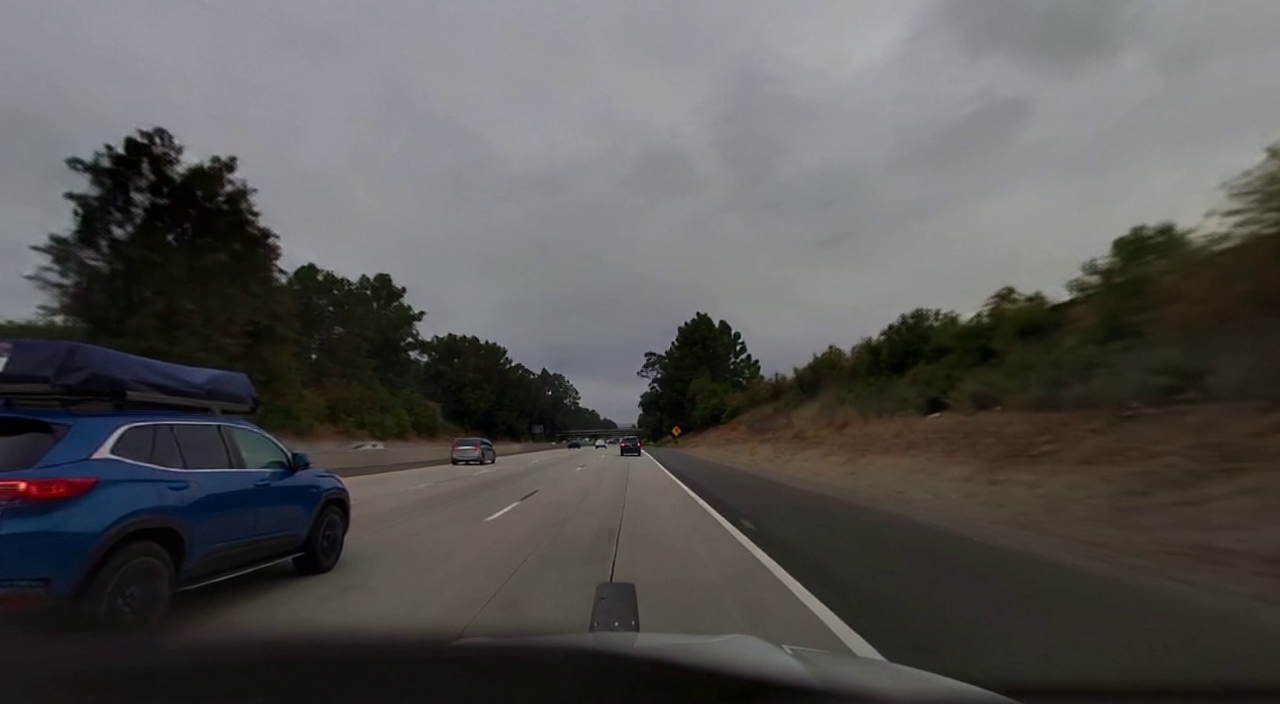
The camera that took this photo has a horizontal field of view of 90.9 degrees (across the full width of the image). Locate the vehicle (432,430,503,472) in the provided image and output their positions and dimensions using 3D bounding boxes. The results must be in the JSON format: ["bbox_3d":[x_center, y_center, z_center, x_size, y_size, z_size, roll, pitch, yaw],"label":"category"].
[{"bbox_3d":[-7.718,4.461,28.713,1.964,1.745,4.338,0,-8,1],"label":"vehicle"}]

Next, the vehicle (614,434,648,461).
[{"bbox_3d":[-0.603,6.406,42.514,2.178,1.658,3.916,0,-8,-1],"label":"vehicle"}]

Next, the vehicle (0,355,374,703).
[{"bbox_3d":[-4.242,1.171,5.198,2.069,1.748,4.652,0,-8,0],"label":"vehicle"}]
